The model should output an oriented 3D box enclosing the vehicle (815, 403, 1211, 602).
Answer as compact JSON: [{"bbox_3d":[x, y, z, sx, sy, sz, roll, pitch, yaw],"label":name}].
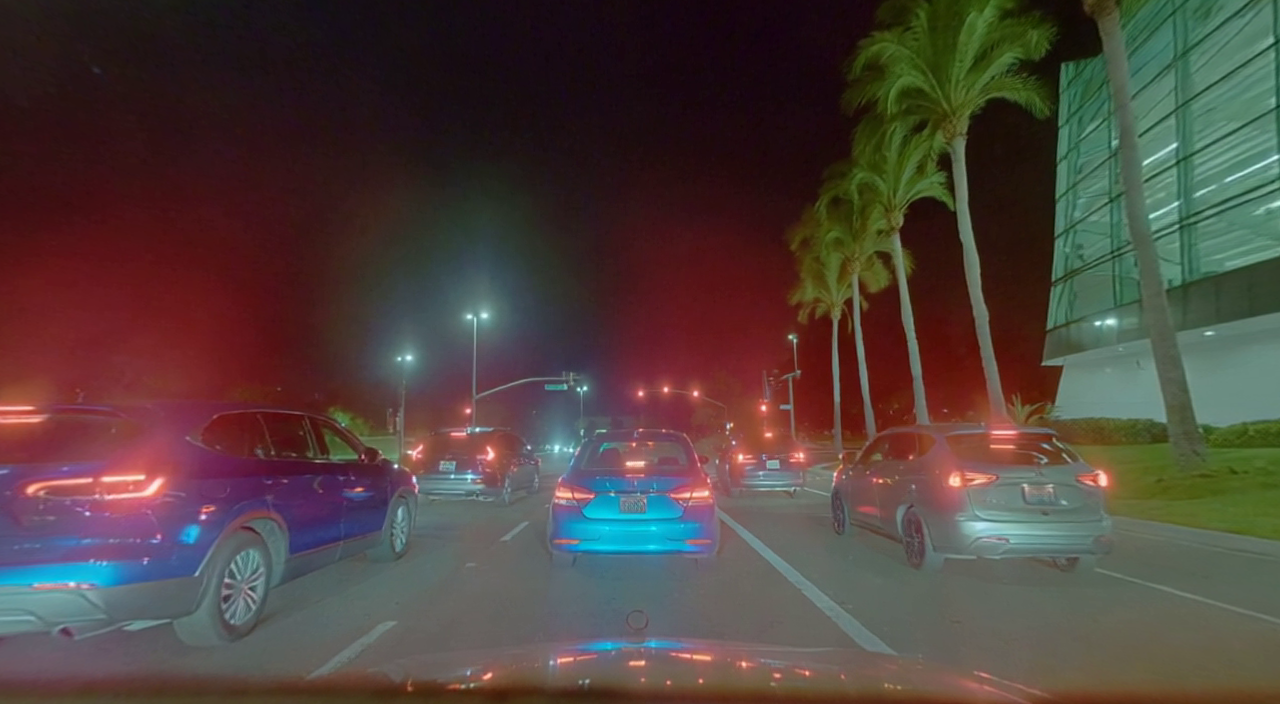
[{"bbox_3d":[3.832,1.618,7.690,2.064,1.696,4.431,0,-8,-1],"label":"vehicle"}]

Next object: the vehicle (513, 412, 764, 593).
[{"bbox_3d":[-0.056,1.658,7.813,2.219,1.586,4.321,0,-8,-1],"label":"vehicle"}]

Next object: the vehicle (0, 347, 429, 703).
[{"bbox_3d":[-3.540,1.173,5.356,2.014,1.775,4.404,0,-8,-1],"label":"vehicle"}]

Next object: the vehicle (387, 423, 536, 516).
[{"bbox_3d":[-3.472,2.355,13.074,1.917,1.631,3.768,0,-8,1],"label":"vehicle"}]

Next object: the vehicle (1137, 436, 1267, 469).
[{"bbox_3d":[25.442,4.548,28.665,4.014,1.417,1.777,-1,-8,5],"label":"vehicle"}]
